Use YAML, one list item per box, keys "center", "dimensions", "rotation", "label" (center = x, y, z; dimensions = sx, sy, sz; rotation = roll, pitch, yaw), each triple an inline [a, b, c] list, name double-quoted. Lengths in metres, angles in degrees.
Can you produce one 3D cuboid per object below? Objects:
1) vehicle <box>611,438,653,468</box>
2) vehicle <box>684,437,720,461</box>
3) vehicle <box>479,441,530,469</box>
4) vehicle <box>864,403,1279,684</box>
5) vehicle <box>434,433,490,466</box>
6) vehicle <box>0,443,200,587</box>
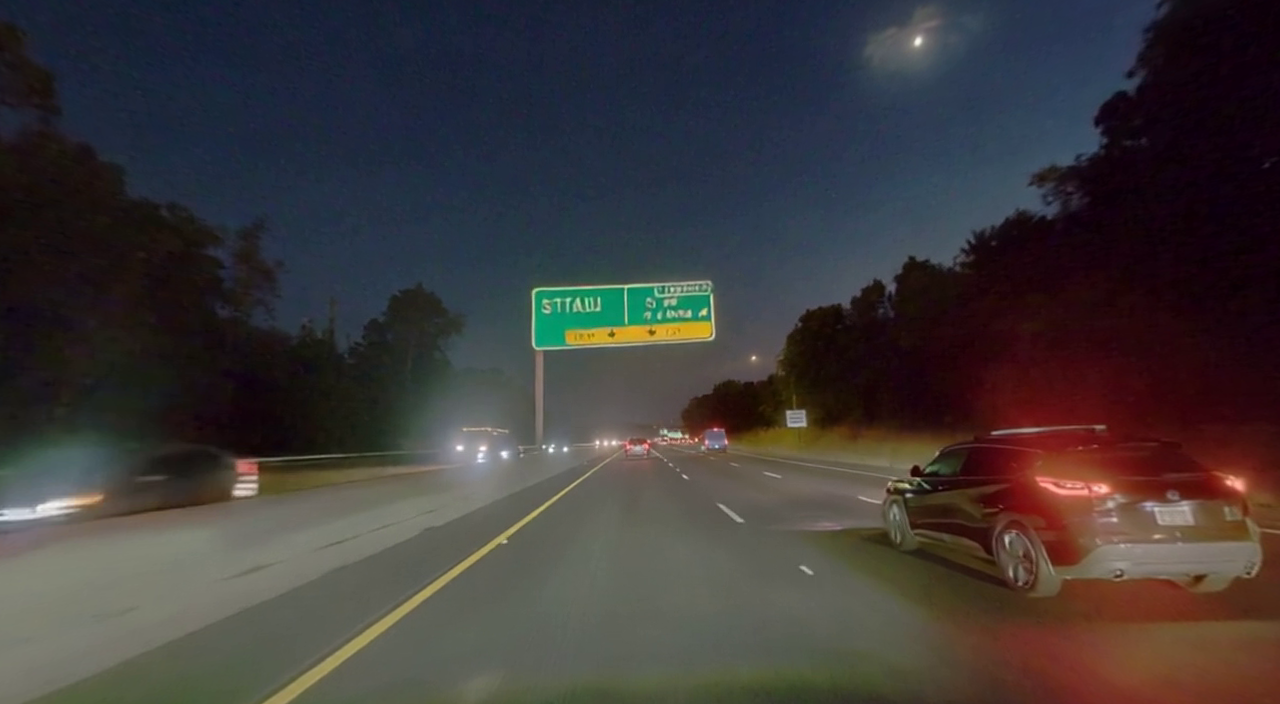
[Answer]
- center: [-0.433, 5.266, 33.086]
  dimensions: [2.055, 1.466, 4.317]
  rotation: [0, -8, -1]
  label: "vehicle"
- center: [4.286, 6.771, 44.165]
  dimensions: [1.995, 1.556, 3.893]
  rotation: [0, -8, -2]
  label: "vehicle"
- center: [-7.858, 5.991, 37.040]
  dimensions: [2.012, 1.521, 4.593]
  rotation: [0, -8, 0]
  label: "vehicle"
- center: [3.965, 1.353, 5.828]
  dimensions: [1.961, 1.495, 4.743]
  rotation: [0, -8, -1]
  label: "vehicle"
- center: [-11.636, 6.398, 41.609]
  dimensions: [2.209, 2.011, 4.985]
  rotation: [0, -8, 0]
  label: "vehicle"
- center: [-7.559, 1.804, 7.324]
  dimensions: [1.897, 1.451, 4.137]
  rotation: [0, -8, 0]
  label: "vehicle"
